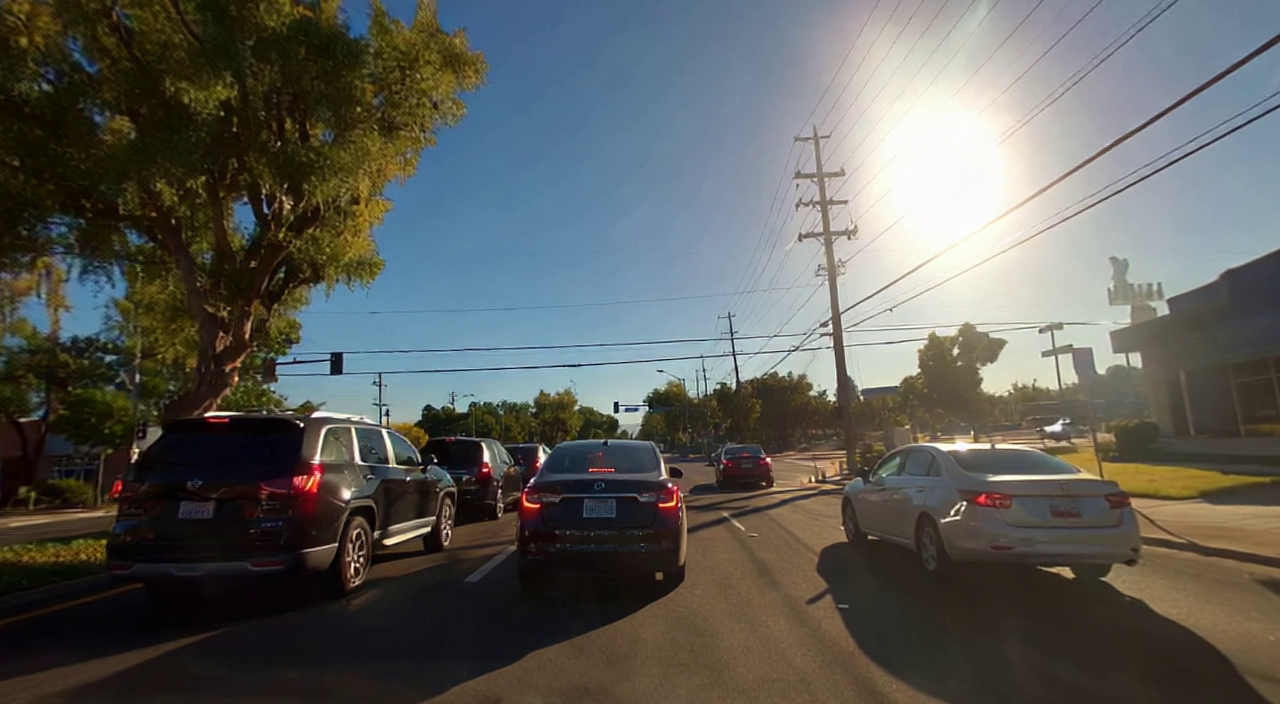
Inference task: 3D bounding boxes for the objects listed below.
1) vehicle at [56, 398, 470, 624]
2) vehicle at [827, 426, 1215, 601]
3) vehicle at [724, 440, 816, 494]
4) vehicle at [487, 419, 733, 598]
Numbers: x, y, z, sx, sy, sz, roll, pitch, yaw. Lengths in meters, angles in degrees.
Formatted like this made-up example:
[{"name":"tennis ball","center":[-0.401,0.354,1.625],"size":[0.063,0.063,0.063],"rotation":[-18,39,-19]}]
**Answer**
[{"name":"vehicle","center":[-3.434,1.520,6.988],"size":[1.979,1.697,4.254],"rotation":[0,-9,-1]},{"name":"vehicle","center":[3.907,1.706,7.623],"size":[1.909,1.473,4.361],"rotation":[0,-9,-1]},{"name":"vehicle","center":[3.824,3.435,19.299],"size":[1.876,1.456,4.025],"rotation":[0,-9,-1]},{"name":"vehicle","center":[-0.310,1.631,7.403],"size":[2.097,1.511,3.809],"rotation":[0,-9,-2]}]
